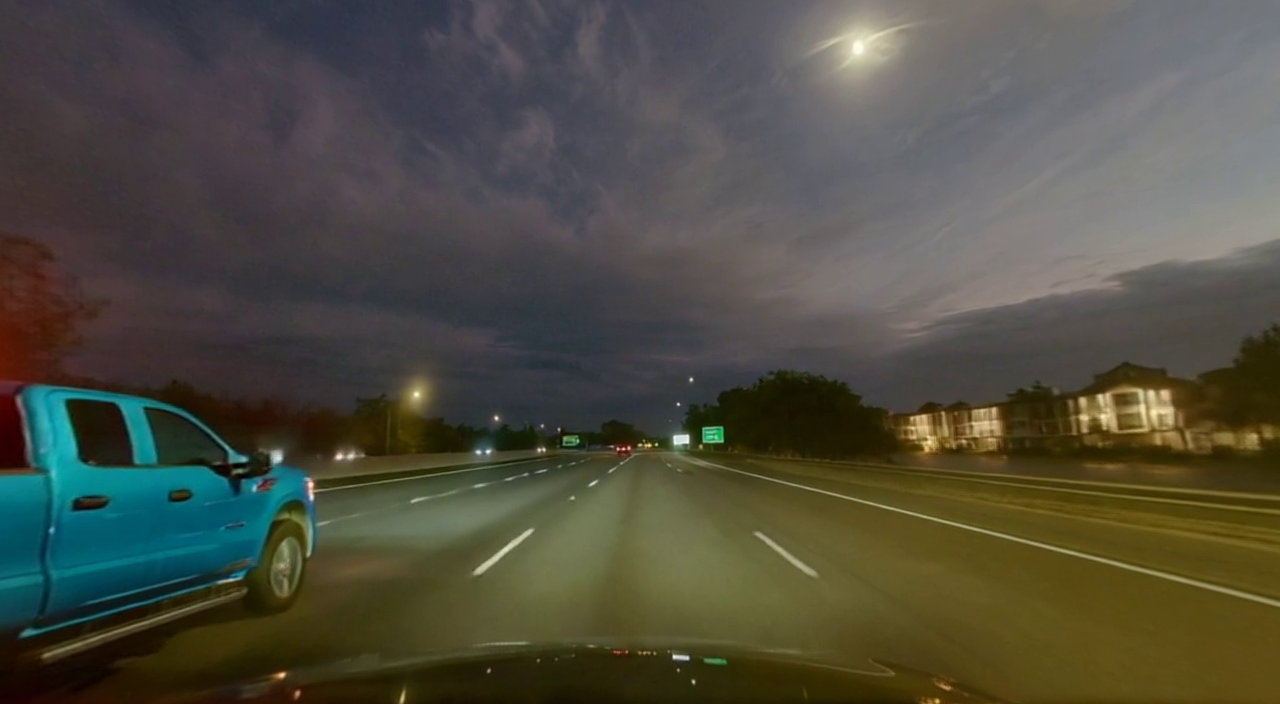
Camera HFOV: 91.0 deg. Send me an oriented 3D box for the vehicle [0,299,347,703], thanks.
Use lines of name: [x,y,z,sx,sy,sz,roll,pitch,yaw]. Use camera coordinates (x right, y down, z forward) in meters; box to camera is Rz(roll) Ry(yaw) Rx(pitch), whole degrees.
vehicle: [-3.507,0.732,2.438,2.202,1.836,5.009,0,-9,1]
